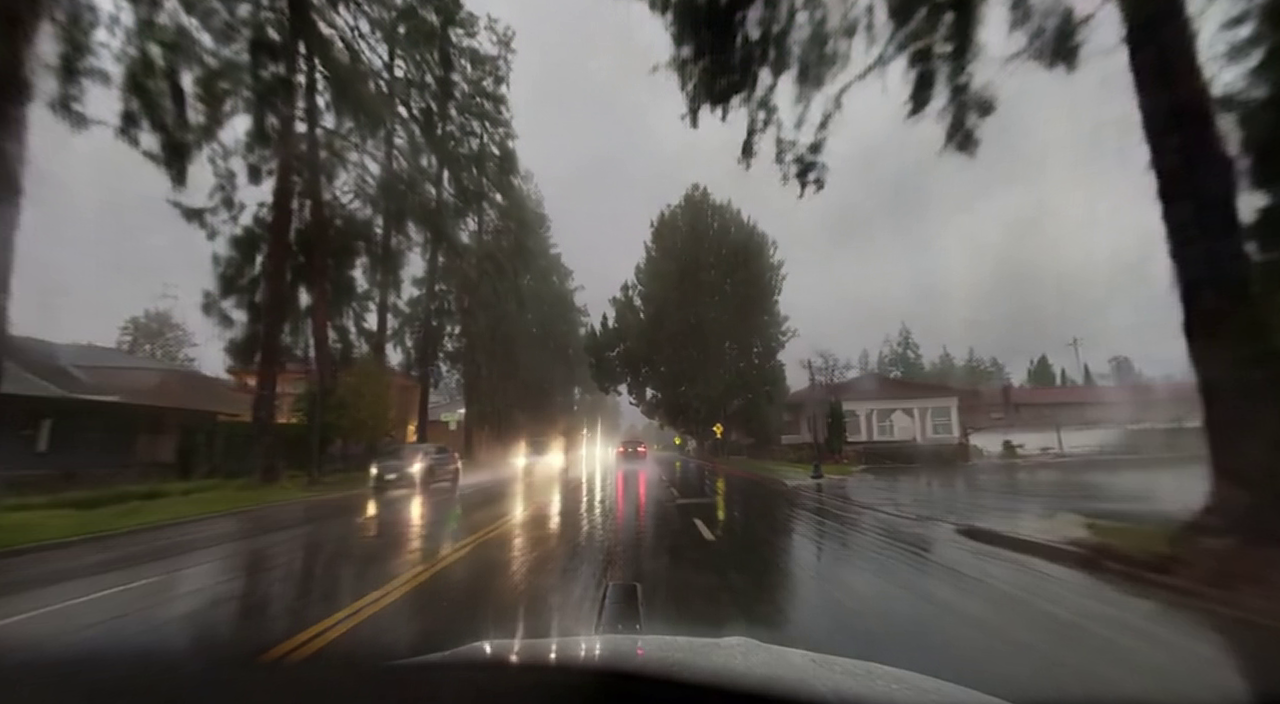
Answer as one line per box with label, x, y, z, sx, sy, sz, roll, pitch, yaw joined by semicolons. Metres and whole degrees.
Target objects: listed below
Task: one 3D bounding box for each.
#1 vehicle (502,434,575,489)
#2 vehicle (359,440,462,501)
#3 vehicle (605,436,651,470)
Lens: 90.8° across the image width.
vehicle;-3.716;4.101;23.960;1.991;1.794;4.572;-2;-9;0
vehicle;-7.744;4.009;21.749;1.978;1.744;4.301;-4;-9;-1
vehicle;-0.654;6.150;38.432;2.554;1.902;5.329;0;-9;1
